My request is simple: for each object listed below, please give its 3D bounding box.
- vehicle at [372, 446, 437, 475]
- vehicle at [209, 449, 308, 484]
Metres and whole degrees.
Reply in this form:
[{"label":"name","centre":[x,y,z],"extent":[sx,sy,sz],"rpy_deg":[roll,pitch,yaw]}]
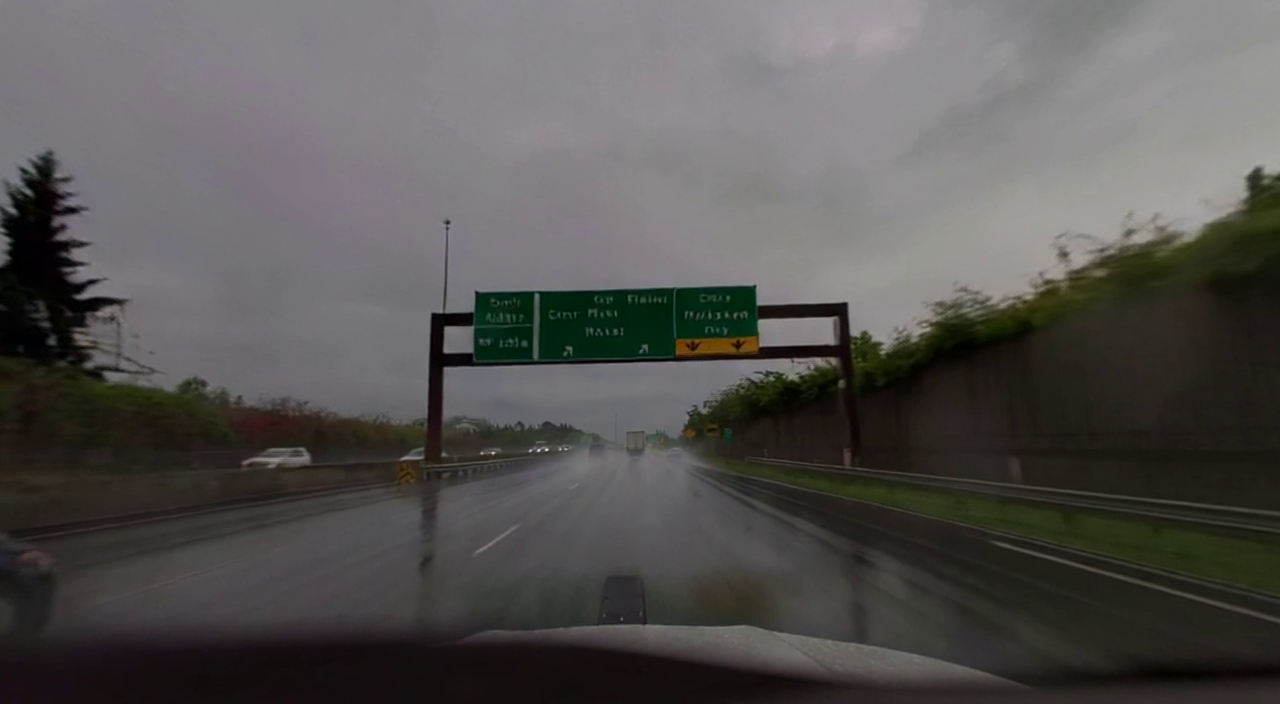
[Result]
[{"label":"vehicle","centre":[-12.717,5.866,34.321],"extent":[1.828,1.434,4.472],"rpy_deg":[0,-9,-1]},{"label":"vehicle","centre":[-17.132,5.133,28.600],"extent":[1.870,1.479,4.183],"rpy_deg":[0,-9,0]}]
